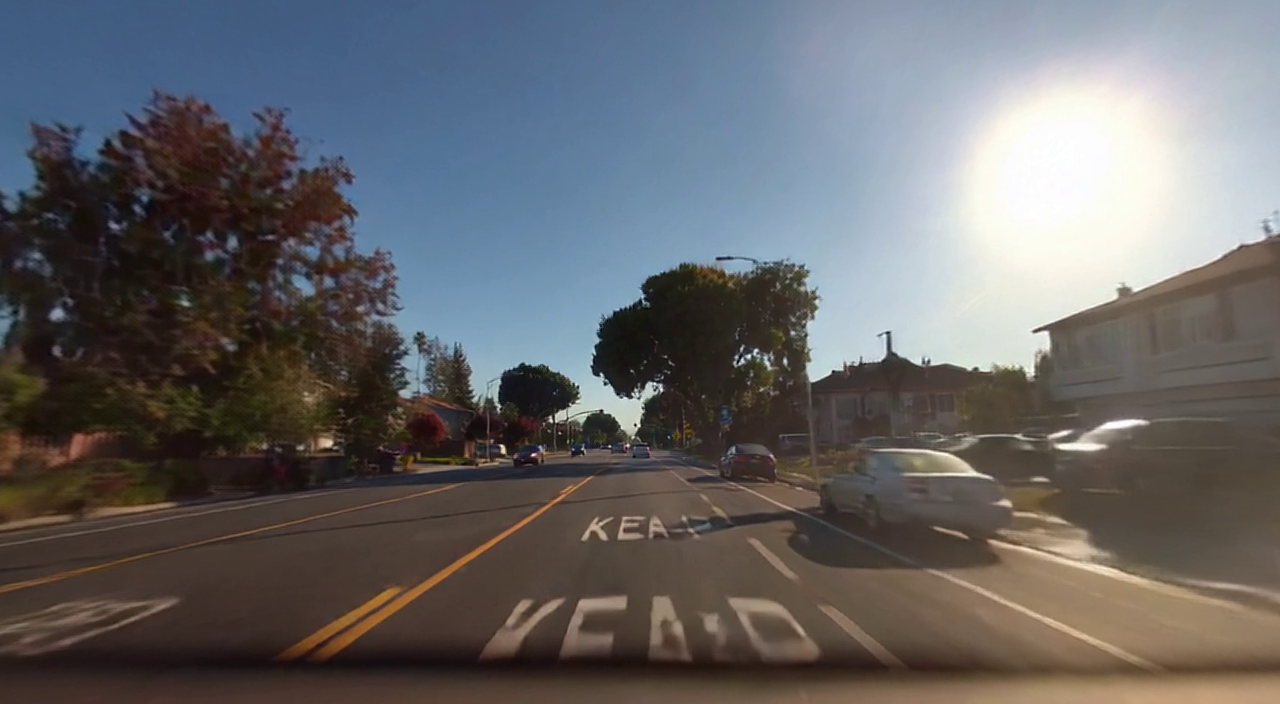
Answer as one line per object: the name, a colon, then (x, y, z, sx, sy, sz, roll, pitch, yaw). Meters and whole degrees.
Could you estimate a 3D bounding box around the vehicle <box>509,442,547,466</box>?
vehicle: (-7.770, 7.123, 44.037, 1.867, 1.603, 3.983, 0, -8, 1)

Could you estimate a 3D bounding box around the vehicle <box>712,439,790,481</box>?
vehicle: (4.467, 4.450, 26.312, 2.154, 1.550, 5.785, 0, -8, -1)

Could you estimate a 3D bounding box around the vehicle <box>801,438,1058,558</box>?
vehicle: (4.245, 2.186, 10.377, 1.968, 1.482, 4.991, 0, -8, 1)

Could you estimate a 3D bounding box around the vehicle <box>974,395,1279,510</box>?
vehicle: (10.090, 1.984, 12.721, 5.332, 1.912, 2.147, -3, -8, 1)

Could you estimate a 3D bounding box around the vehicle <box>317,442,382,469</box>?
vehicle: (-22.471, 7.991, 48.769, 4.052, 1.641, 1.939, -5, -7, -2)
